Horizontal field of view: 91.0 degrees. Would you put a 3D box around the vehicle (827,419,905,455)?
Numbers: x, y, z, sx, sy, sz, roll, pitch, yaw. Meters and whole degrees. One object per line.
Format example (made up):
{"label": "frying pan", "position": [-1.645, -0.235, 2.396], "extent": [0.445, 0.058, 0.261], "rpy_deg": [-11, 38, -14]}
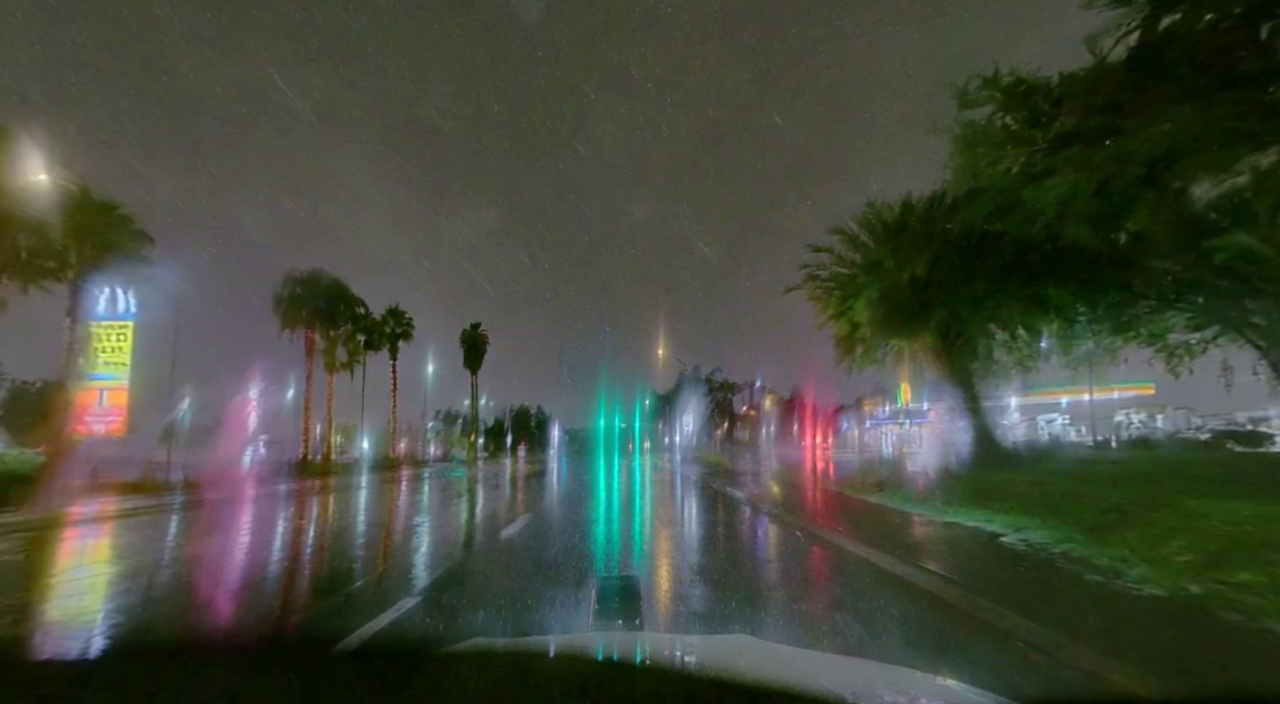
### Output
{"label": "vehicle", "position": [16.047, 6.048, 44.603], "extent": [5.529, 2.395, 2.399], "rpy_deg": [6, -10, -35]}
